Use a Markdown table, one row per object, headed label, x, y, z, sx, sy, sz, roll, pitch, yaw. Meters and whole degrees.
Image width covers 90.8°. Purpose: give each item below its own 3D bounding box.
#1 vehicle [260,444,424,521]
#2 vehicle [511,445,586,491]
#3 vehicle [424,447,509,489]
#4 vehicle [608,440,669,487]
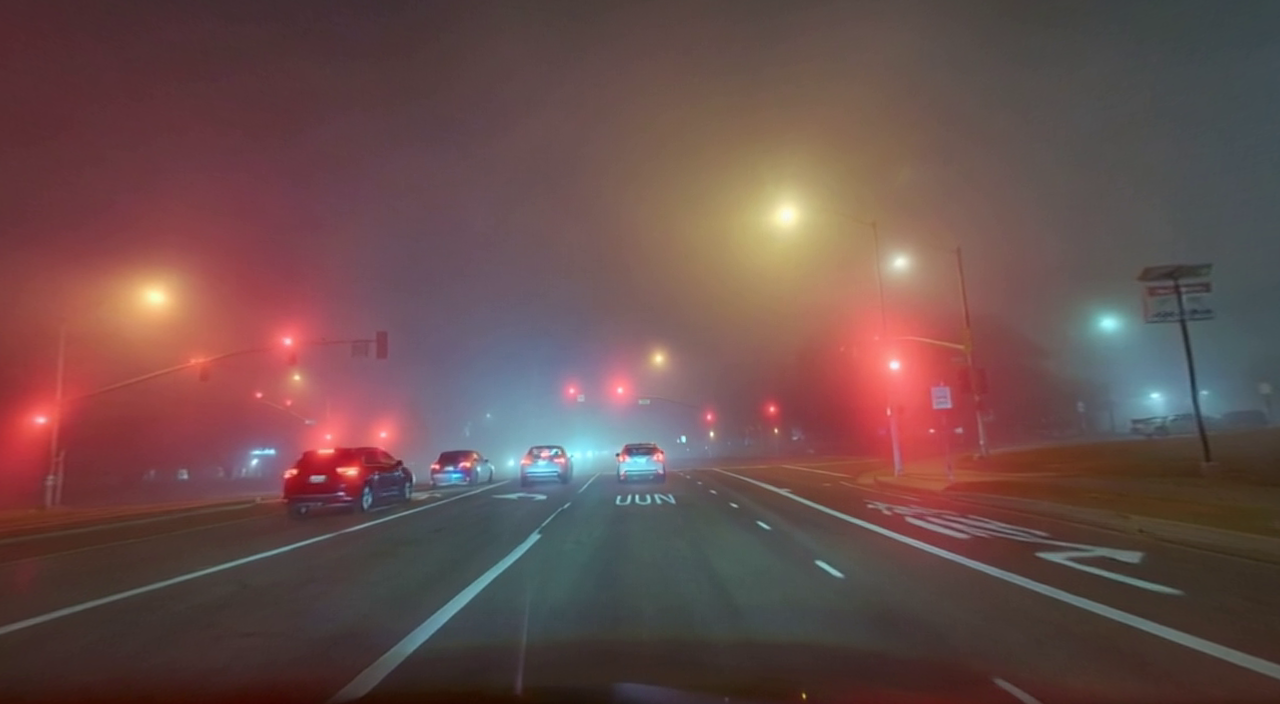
| label | x | y | z | sx | sy | sz | roll | pitch | yaw |
| --- | --- | --- | --- | --- | --- | --- | --- | --- | --- |
| vehicle | -6.839 | 2.992 | 15.077 | 1.869 | 1.570 | 4.064 | 0 | -8 | 1 |
| vehicle | -3.098 | 3.999 | 22.190 | 1.946 | 1.437 | 4.154 | 0 | -8 | 1 |
| vehicle | -6.664 | 4.482 | 24.780 | 2.074 | 1.447 | 4.224 | 0 | -8 | 1 |
| vehicle | -0.036 | 3.915 | 22.538 | 1.985 | 1.521 | 3.968 | 0 | -8 | 0 |
